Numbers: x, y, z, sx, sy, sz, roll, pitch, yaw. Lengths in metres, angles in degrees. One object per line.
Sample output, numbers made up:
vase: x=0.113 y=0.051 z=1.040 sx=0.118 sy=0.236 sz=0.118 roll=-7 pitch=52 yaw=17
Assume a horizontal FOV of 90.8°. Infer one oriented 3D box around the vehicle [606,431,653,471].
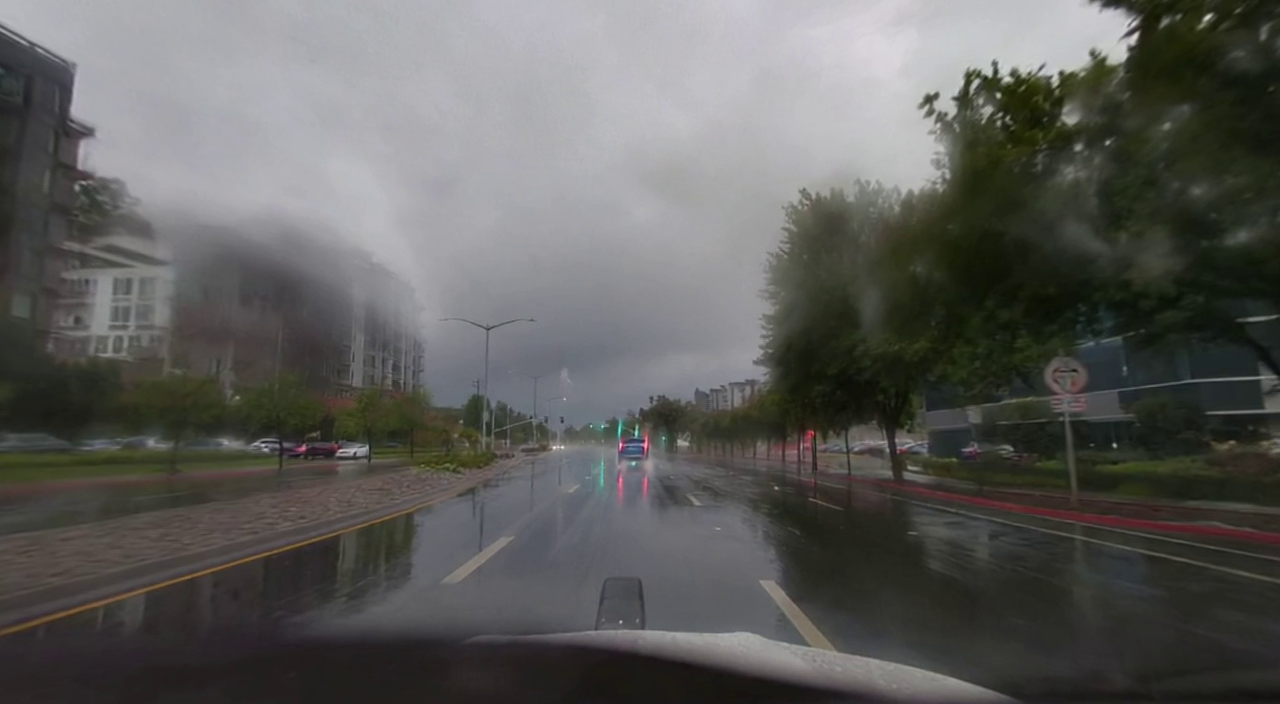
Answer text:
vehicle: x=-0.512 y=5.079 z=32.504 sx=2.260 sy=1.872 sz=4.578 roll=0 pitch=-8 yaw=0
